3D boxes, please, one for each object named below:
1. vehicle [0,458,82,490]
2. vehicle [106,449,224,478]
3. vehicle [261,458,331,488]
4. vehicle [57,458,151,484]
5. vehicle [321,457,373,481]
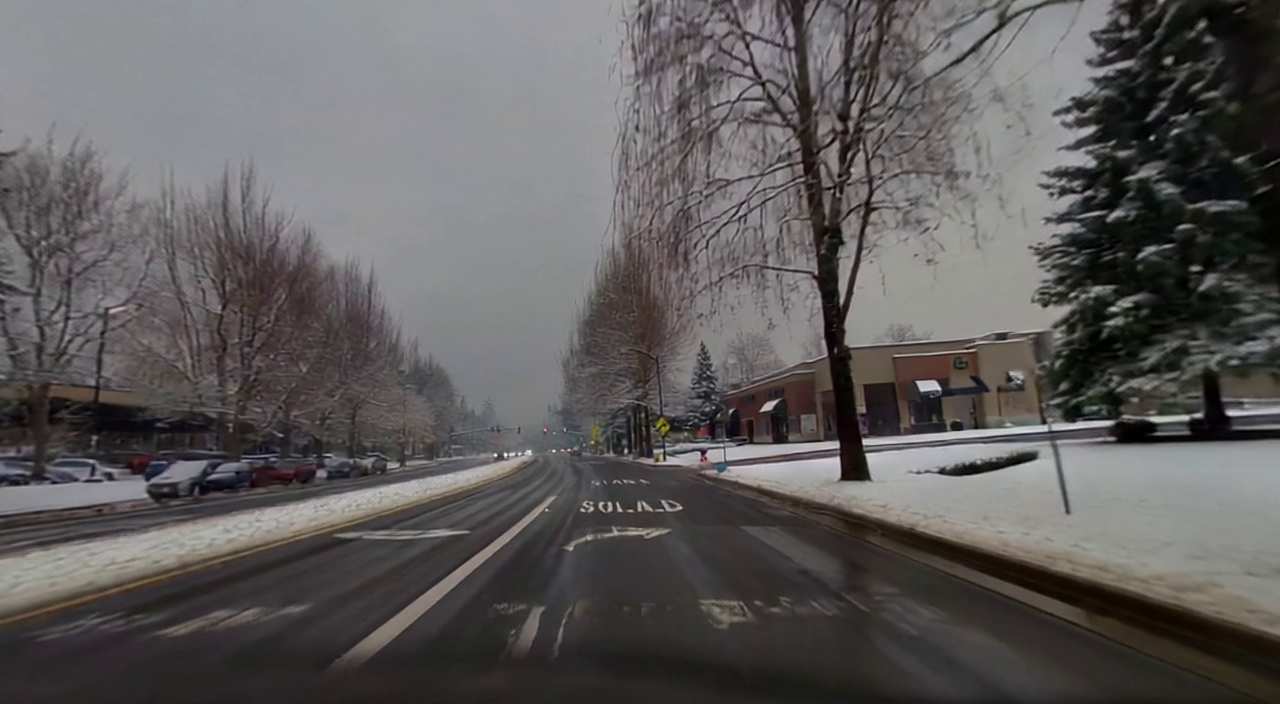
[{"bbox_3d":[-29.961,5.972,30.752,3.510,1.422,1.674,0,-8,-4],"label":"vehicle"},{"bbox_3d":[-30.979,7.259,41.095,5.746,1.807,2.140,1,-9,-7],"label":"vehicle"},{"bbox_3d":[-20.069,7.028,36.815,1.956,1.550,4.375,1,-9,-5],"label":"vehicle"},{"bbox_3d":[-30.539,6.777,35.843,3.598,1.407,1.740,1,-9,-5],"label":"vehicle"},{"bbox_3d":[-21.121,8.430,45.407,1.887,1.490,4.432,1,-9,-5],"label":"vehicle"}]
